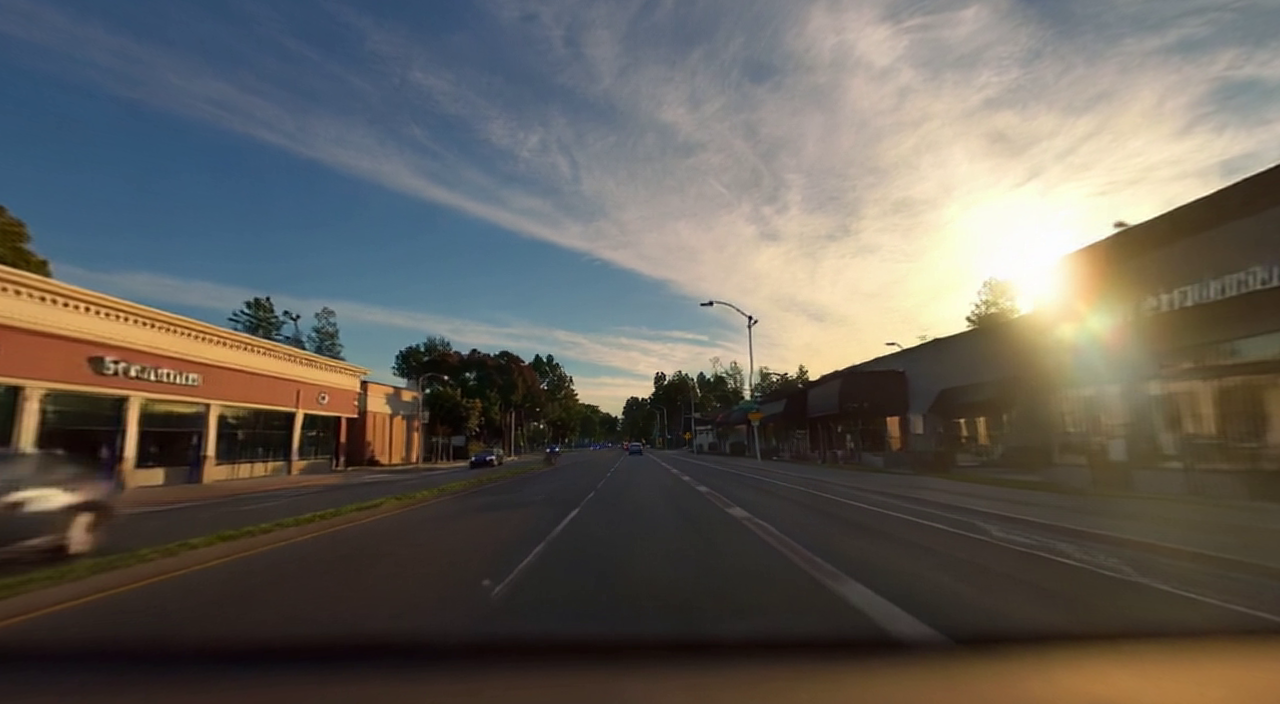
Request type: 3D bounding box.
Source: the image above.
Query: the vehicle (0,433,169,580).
[{"bbox_3d":[-7.623,1.680,6.640,2.011,1.490,4.472,-4,-10,-2],"label":"vehicle"}]
